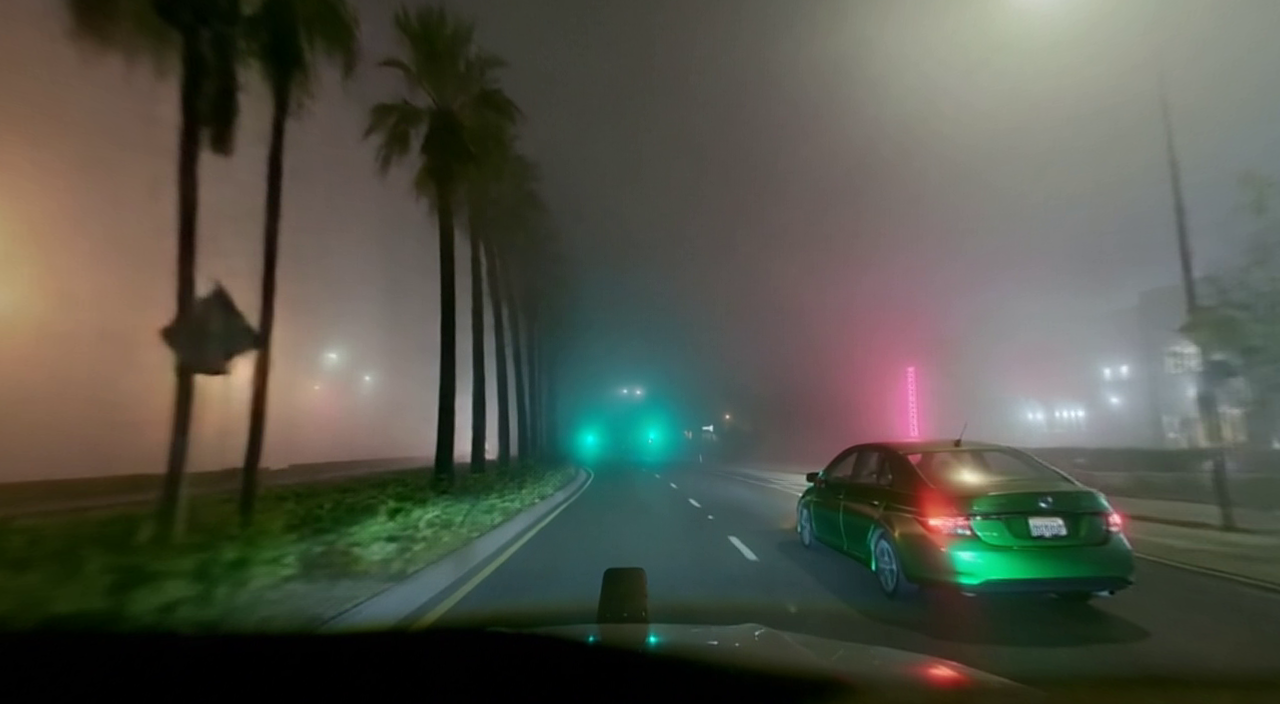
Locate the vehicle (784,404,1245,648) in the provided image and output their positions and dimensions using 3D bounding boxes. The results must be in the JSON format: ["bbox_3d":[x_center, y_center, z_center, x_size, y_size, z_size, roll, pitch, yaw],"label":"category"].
[{"bbox_3d":[2.932,1.439,6.298,1.867,1.554,4.301,0,-8,-1],"label":"vehicle"}]
